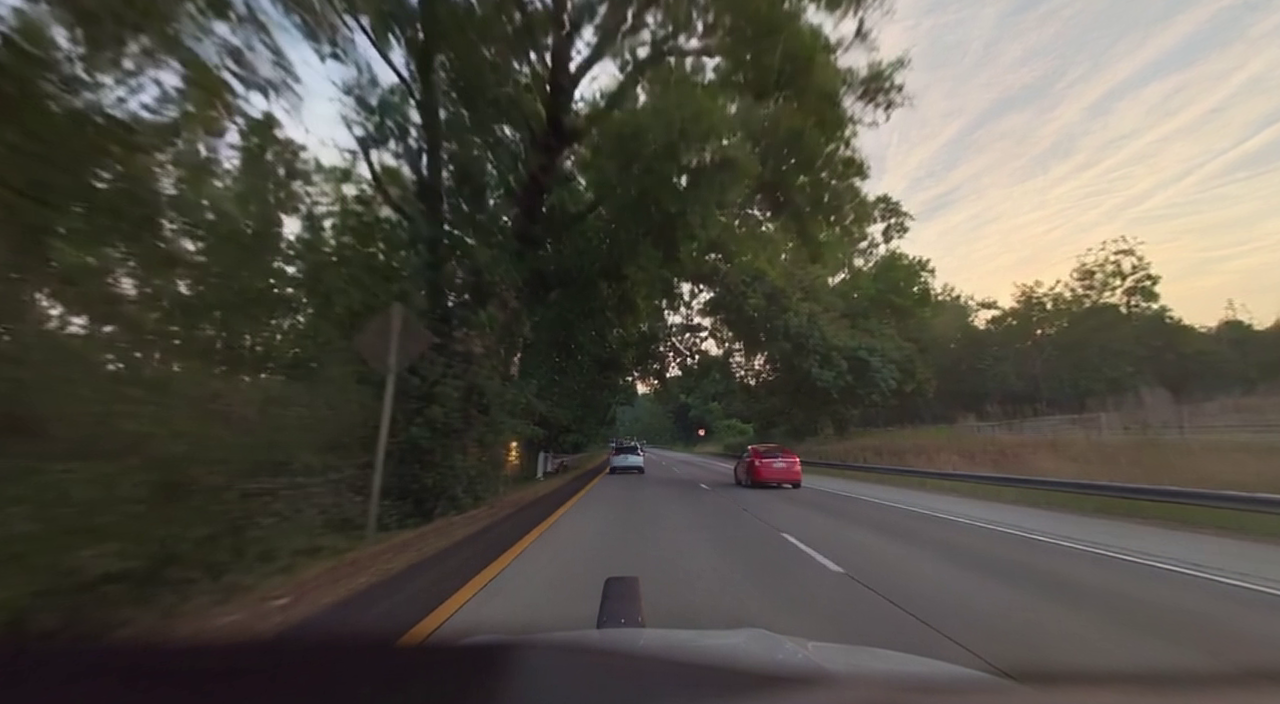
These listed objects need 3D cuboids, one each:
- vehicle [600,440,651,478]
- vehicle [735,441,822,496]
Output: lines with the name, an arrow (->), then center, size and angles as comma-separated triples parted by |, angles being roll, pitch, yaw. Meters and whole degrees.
vehicle -> -0.632, 4.818, 28.570 | 2.120, 1.575, 4.018 | 0, -9, 0
vehicle -> 4.033, 3.446, 18.895 | 1.757, 1.459, 3.398 | 0, -9, -1
